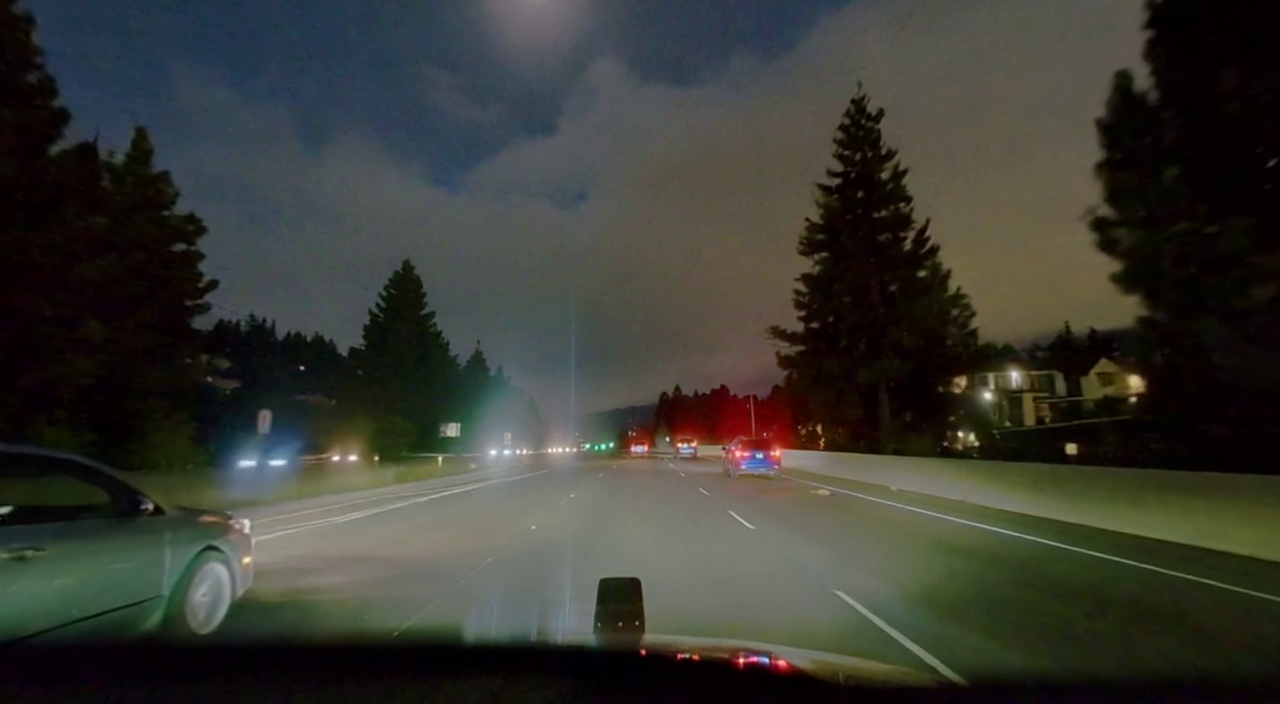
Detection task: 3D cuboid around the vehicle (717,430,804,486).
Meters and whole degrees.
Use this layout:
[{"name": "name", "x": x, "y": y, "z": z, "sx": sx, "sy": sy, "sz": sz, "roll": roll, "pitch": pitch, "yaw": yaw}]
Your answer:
[{"name": "vehicle", "x": 3.964, "y": 3.571, "z": 21.470, "sx": 2.092, "sy": 1.686, "sz": 4.188, "roll": 0, "pitch": -9, "yaw": -1}]

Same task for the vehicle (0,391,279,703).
[{"name": "vehicle", "x": -3.709, "y": 0.890, "z": 2.360, "sx": 2.036, "sy": 1.528, "sz": 4.400, "roll": 0, "pitch": -9, "yaw": 1}]
